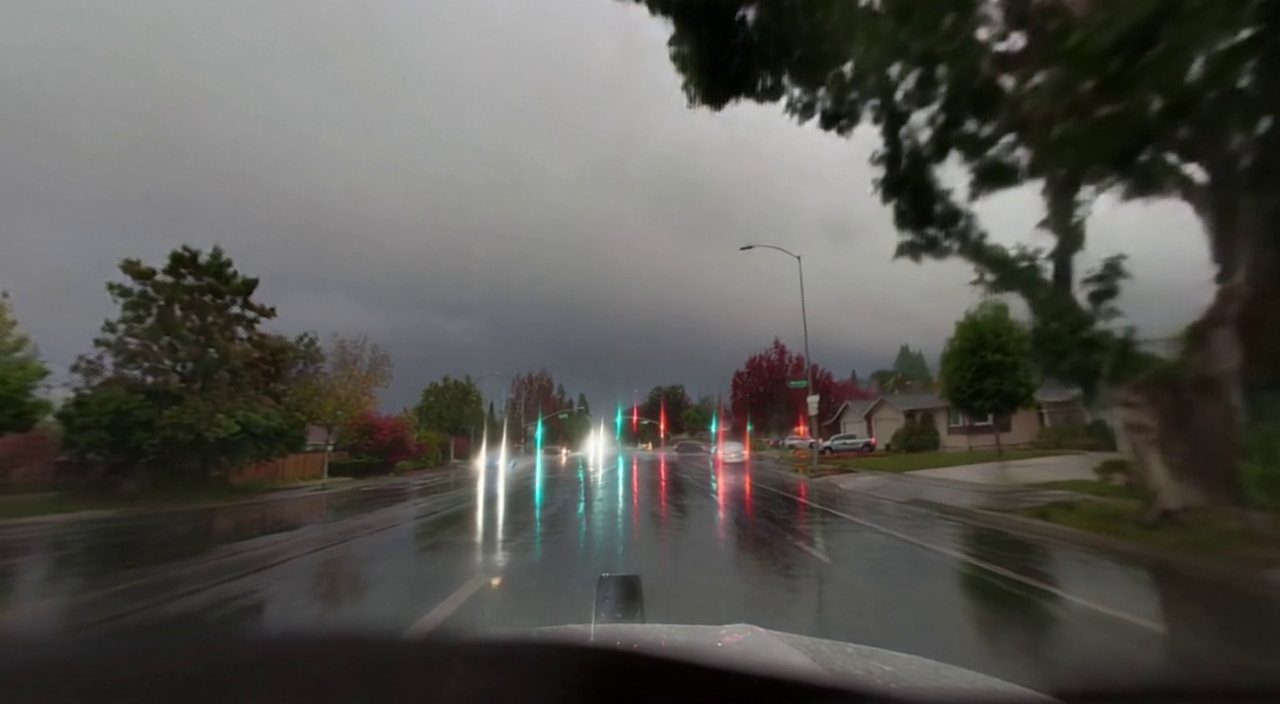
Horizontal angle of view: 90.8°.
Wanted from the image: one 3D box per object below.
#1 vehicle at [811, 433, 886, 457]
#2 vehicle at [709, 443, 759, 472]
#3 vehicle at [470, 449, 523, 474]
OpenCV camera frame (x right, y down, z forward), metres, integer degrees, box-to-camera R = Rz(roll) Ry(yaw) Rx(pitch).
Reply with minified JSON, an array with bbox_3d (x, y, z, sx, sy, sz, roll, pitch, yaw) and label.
[{"bbox_3d":[13.233,5.920,40.260,4.164,1.470,1.921,0,-7,2],"label":"vehicle"},{"bbox_3d":[5.037,5.721,34.417,1.917,1.440,4.335,0,-9,-2],"label":"vehicle"},{"bbox_3d":[-9.024,6.924,40.169,2.067,1.491,4.807,-1,-9,3],"label":"vehicle"}]
